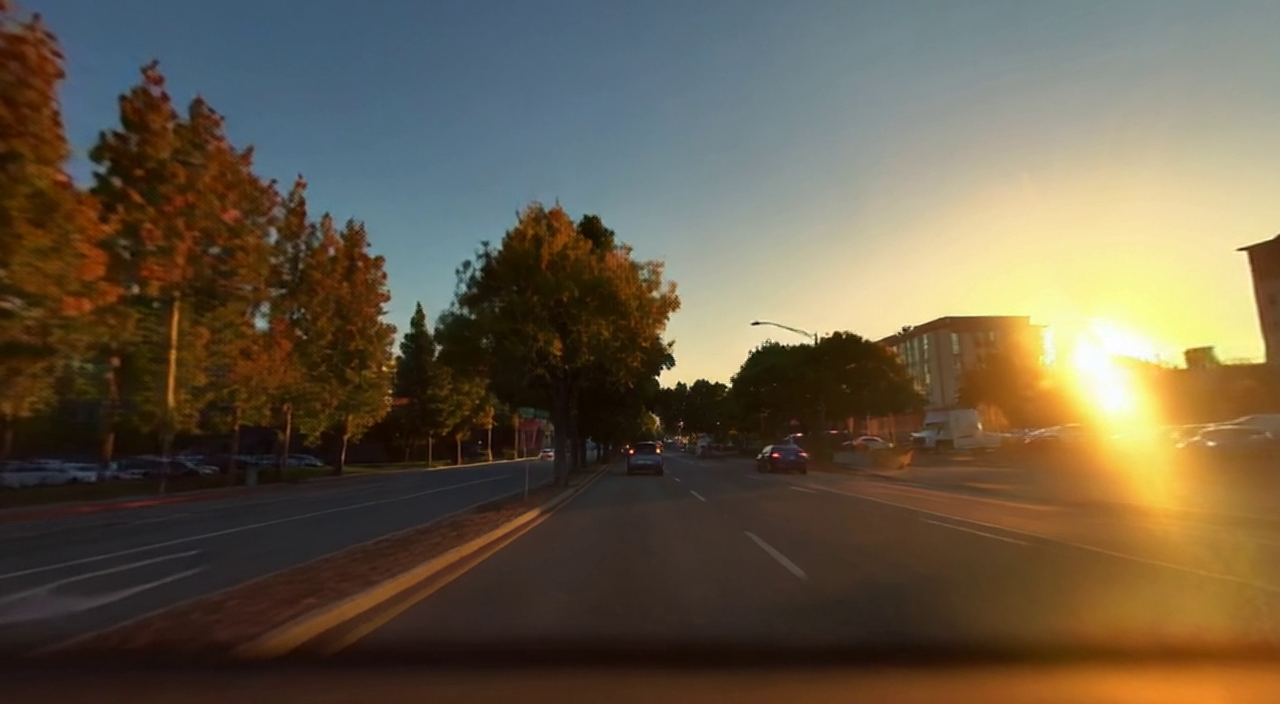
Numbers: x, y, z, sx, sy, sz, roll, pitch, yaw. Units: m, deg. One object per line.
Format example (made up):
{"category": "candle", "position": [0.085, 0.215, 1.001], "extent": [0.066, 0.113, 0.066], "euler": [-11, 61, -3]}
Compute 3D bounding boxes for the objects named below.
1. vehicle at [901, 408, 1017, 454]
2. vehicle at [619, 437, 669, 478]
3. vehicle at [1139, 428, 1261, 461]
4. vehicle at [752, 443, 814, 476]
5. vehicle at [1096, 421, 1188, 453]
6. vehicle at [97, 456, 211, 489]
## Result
{"category": "vehicle", "position": [24.146, 6.054, 48.070], "extent": [7.258, 3.283, 2.680], "euler": [-1, -9, 0]}
{"category": "vehicle", "position": [0.102, 5.014, 30.217], "extent": [2.227, 1.794, 4.457], "euler": [0, -9, -2]}
{"category": "vehicle", "position": [26.018, 4.364, 29.559], "extent": [1.887, 1.419, 4.191], "euler": [-1, -9, 1]}
{"category": "vehicle", "position": [7.197, 5.474, 32.309], "extent": [2.029, 1.548, 4.422], "euler": [0, -9, -2]}
{"category": "vehicle", "position": [30.066, 5.175, 38.058], "extent": [2.138, 1.531, 4.436], "euler": [-3, -11, 6]}
{"category": "vehicle", "position": [-26.857, 6.662, 35.026], "extent": [4.541, 1.676, 2.063], "euler": [-1, -9, 0]}
